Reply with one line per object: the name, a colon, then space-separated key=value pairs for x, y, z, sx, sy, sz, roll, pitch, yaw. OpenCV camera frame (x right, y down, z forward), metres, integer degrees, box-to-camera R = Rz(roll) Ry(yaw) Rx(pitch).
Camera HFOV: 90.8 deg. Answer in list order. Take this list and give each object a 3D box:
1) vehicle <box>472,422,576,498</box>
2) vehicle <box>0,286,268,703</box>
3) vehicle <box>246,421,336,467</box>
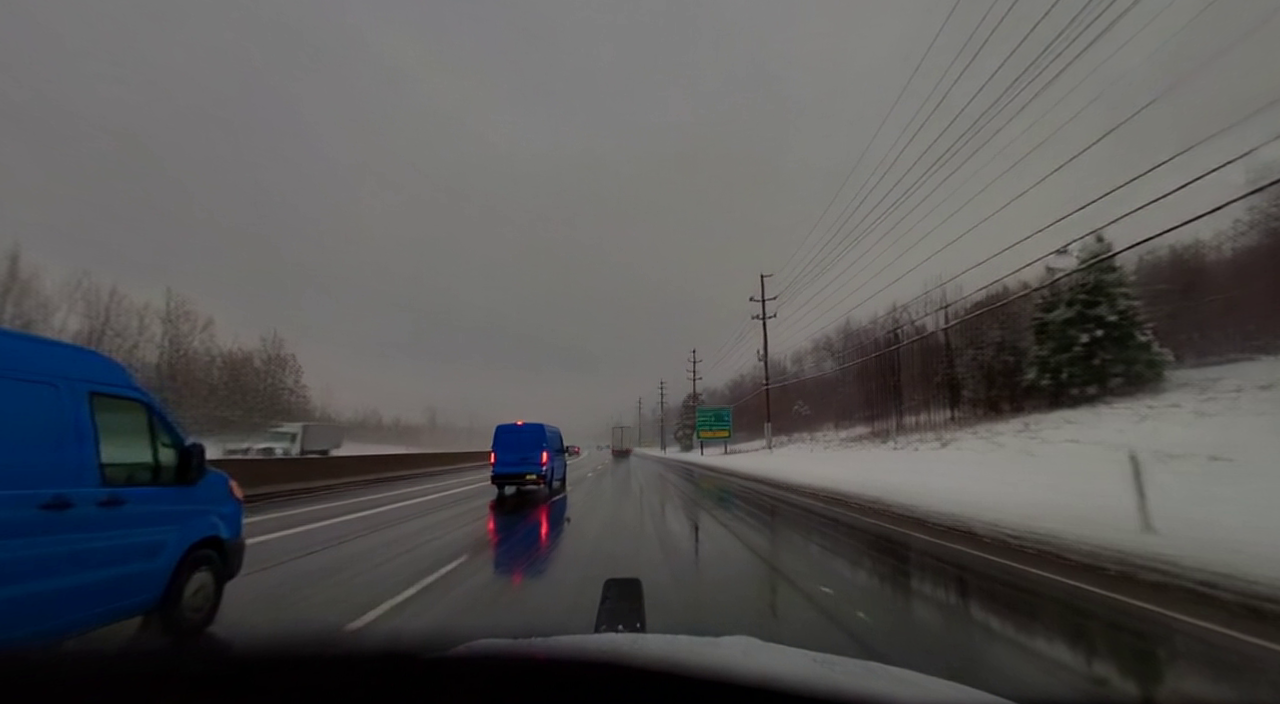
vehicle: x=-3.370 y=3.293 z=19.552 sx=2.197 sy=2.011 sz=5.130 roll=0 pitch=-9 yaw=0
vehicle: x=-3.903 y=0.634 z=2.191 sx=2.145 sy=2.010 sz=4.980 roll=0 pitch=-9 yaw=0
vehicle: x=-24.101 y=6.456 z=43.975 sx=2.641 sy=2.951 sz=6.304 roll=0 pitch=-9 yaw=-1
